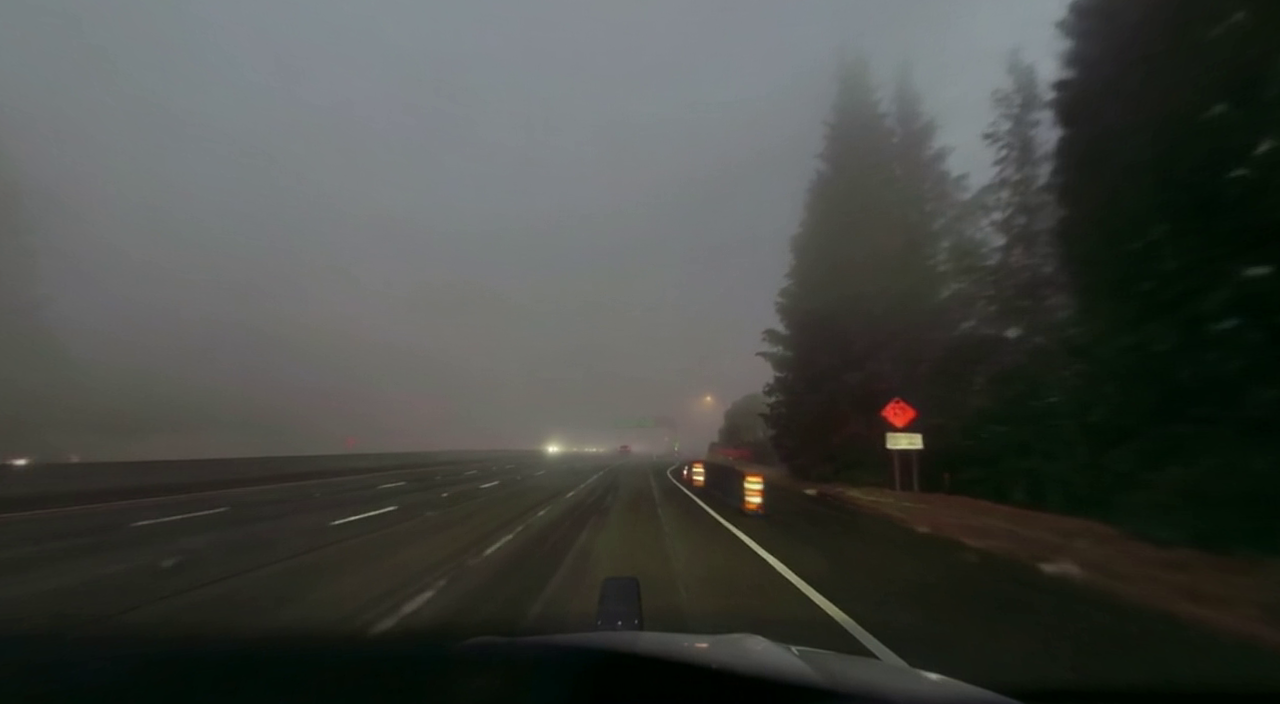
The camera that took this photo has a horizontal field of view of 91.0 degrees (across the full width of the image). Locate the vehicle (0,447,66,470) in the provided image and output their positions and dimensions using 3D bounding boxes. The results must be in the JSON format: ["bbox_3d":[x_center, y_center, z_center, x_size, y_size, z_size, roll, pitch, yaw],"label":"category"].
[{"bbox_3d":[-41.170,7.058,41.768,1.815,1.443,4.563,0,-10,0],"label":"vehicle"}]
